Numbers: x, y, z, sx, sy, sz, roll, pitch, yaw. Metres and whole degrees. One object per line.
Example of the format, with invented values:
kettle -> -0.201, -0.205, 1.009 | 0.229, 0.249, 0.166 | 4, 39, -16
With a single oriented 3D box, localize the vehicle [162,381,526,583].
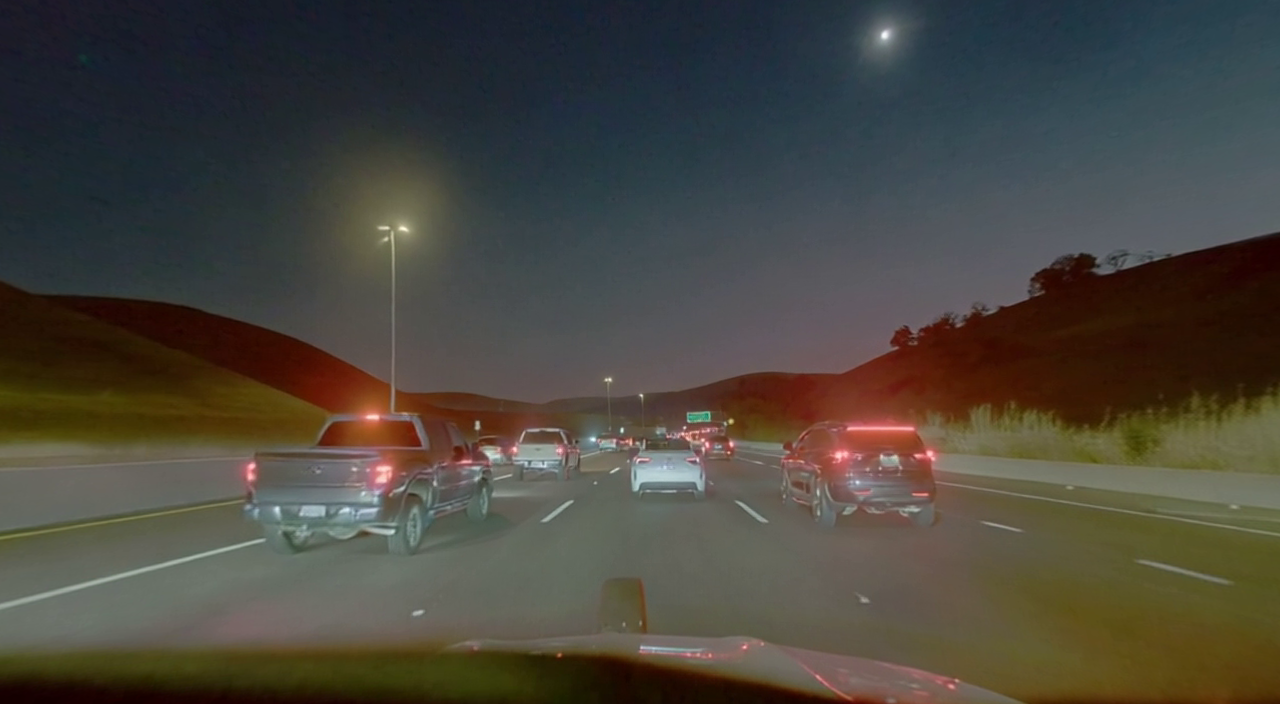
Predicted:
vehicle -> -3.311, 1.615, 8.744 | 2.301, 1.902, 5.374 | 0, -8, 1

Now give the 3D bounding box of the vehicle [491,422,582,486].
vehicle -> -3.204, 3.292, 20.666 | 1.997, 1.806, 5.002 | 0, -8, 1

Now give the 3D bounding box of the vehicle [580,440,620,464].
vehicle -> -2.347, 6.013, 38.195 | 1.973, 1.378, 3.677 | -1, -8, 4

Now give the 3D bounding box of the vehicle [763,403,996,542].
vehicle -> 3.510, 1.862, 10.386 | 2.046, 1.765, 4.534 | 0, -8, 0

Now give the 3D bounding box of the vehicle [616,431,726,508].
vehicle -> 0.619, 2.579, 14.350 | 2.105, 1.471, 4.349 | 0, -8, 1
